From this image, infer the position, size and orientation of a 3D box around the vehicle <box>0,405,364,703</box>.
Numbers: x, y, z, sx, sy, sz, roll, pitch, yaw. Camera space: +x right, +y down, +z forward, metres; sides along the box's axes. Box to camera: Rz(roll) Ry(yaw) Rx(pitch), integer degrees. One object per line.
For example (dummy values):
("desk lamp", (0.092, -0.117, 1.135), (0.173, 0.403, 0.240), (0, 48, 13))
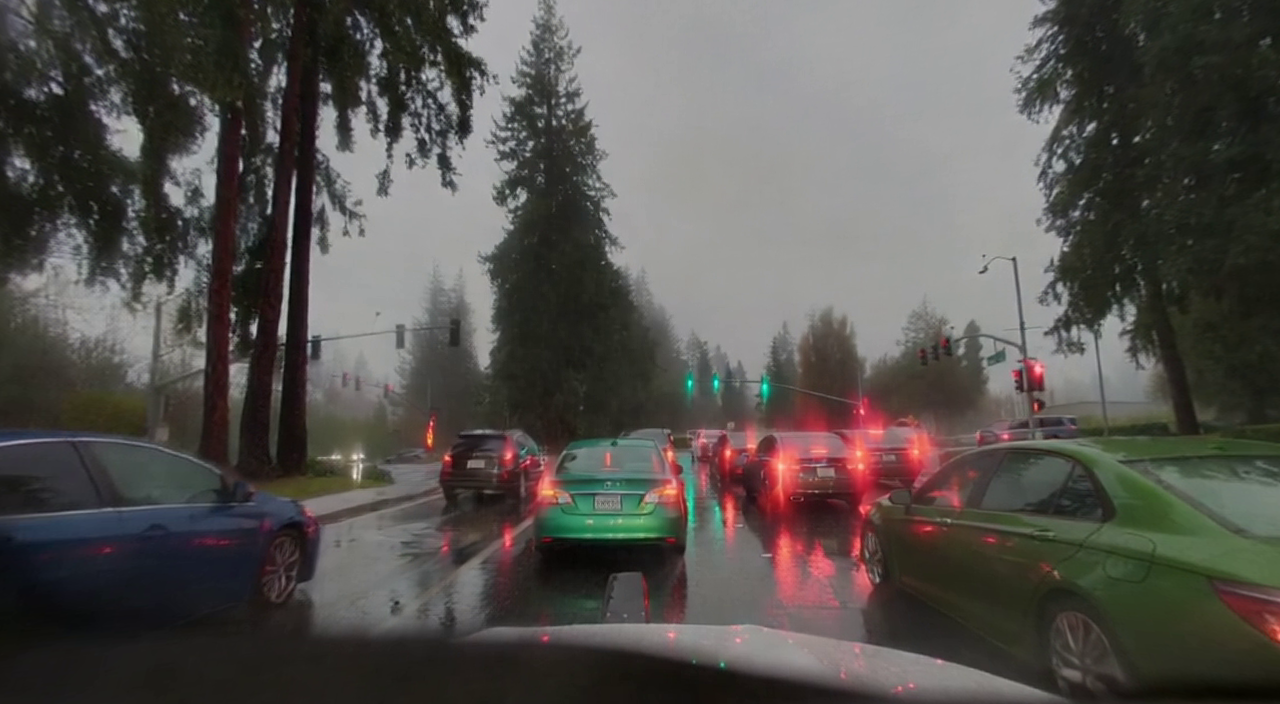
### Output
("vehicle", (-3.673, 1.164, 3.936), (1.935, 1.482, 4.433), (0, -8, -1))

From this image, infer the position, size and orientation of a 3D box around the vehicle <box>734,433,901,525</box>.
("vehicle", (3.182, 2.335, 12.324), (1.975, 1.460, 4.357), (0, -8, 0))

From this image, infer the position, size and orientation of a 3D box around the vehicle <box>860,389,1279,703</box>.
("vehicle", (3.135, 1.149, 4.052), (1.903, 1.480, 4.270), (0, -8, 0))

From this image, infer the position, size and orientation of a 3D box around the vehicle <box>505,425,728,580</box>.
("vehicle", (-0.246, 1.741, 8.067), (2.147, 1.479, 3.803), (0, -8, -1))

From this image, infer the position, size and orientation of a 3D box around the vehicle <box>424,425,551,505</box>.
("vehicle", (-3.623, 2.777, 15.856), (1.961, 1.714, 4.268), (-1, -8, 2))
